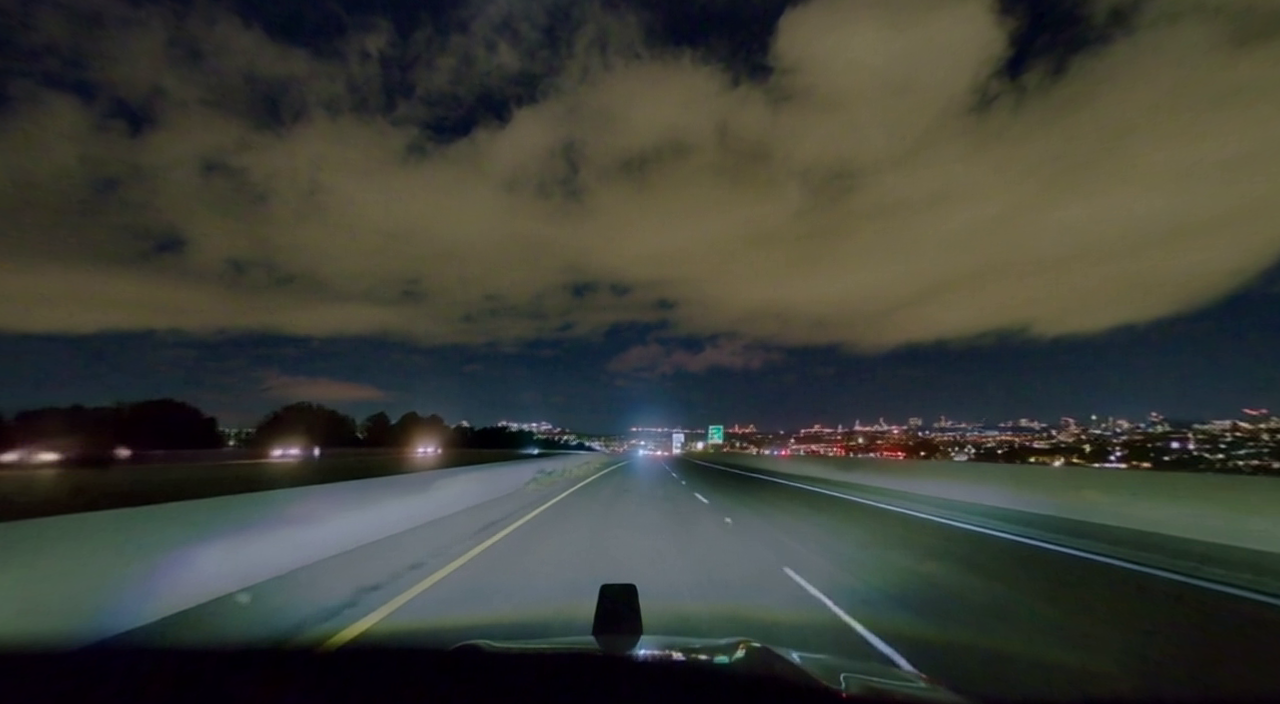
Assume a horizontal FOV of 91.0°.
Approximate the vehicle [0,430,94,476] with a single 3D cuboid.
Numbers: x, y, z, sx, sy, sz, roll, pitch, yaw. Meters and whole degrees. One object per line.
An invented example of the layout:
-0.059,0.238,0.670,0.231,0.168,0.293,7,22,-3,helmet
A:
-25.676,4.136,25.809,2.117,1.751,4.999,0,-9,-2,vehicle
